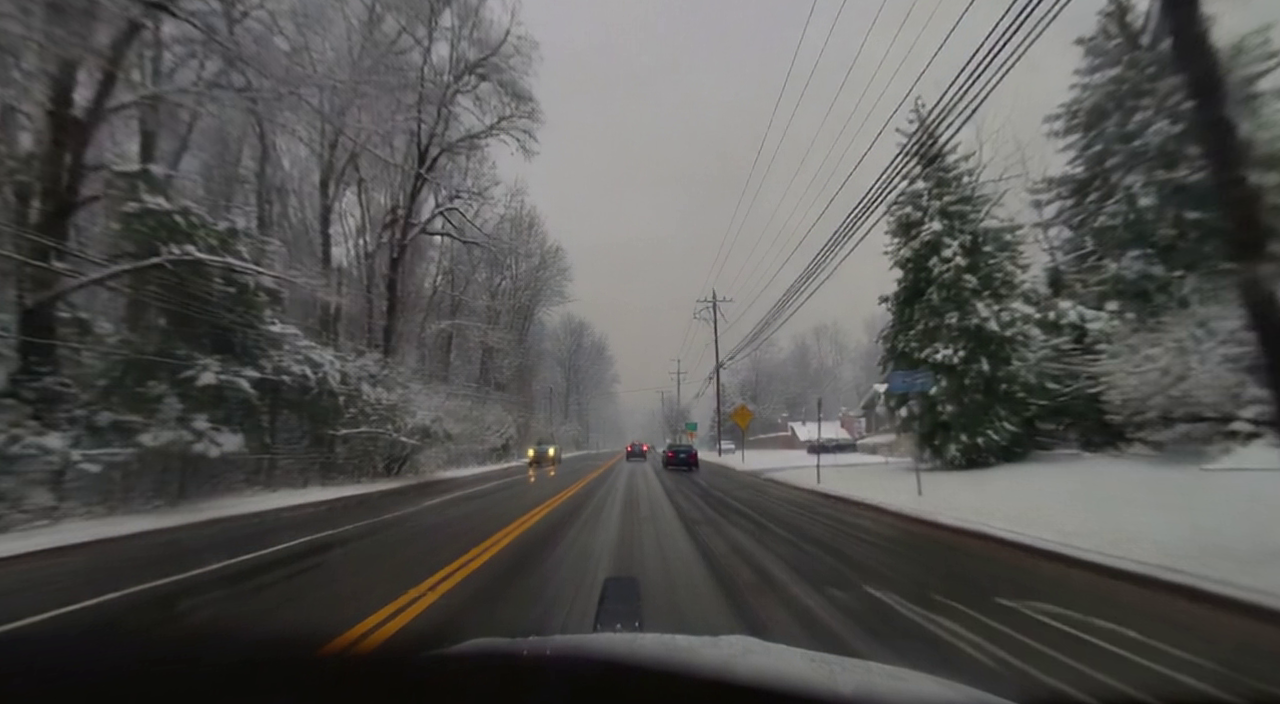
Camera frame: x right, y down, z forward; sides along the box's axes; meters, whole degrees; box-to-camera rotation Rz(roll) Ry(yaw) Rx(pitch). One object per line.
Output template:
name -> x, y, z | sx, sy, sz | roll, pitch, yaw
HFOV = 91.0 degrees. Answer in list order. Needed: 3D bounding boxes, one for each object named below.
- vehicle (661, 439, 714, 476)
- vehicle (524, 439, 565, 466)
vehicle -> 2.032, 4.664, 28.018 | 1.975, 1.497, 3.647 | 0, -9, -2
vehicle -> -7.138, 7.559, 47.494 | 2.352, 1.857, 4.690 | 0, -9, 0
